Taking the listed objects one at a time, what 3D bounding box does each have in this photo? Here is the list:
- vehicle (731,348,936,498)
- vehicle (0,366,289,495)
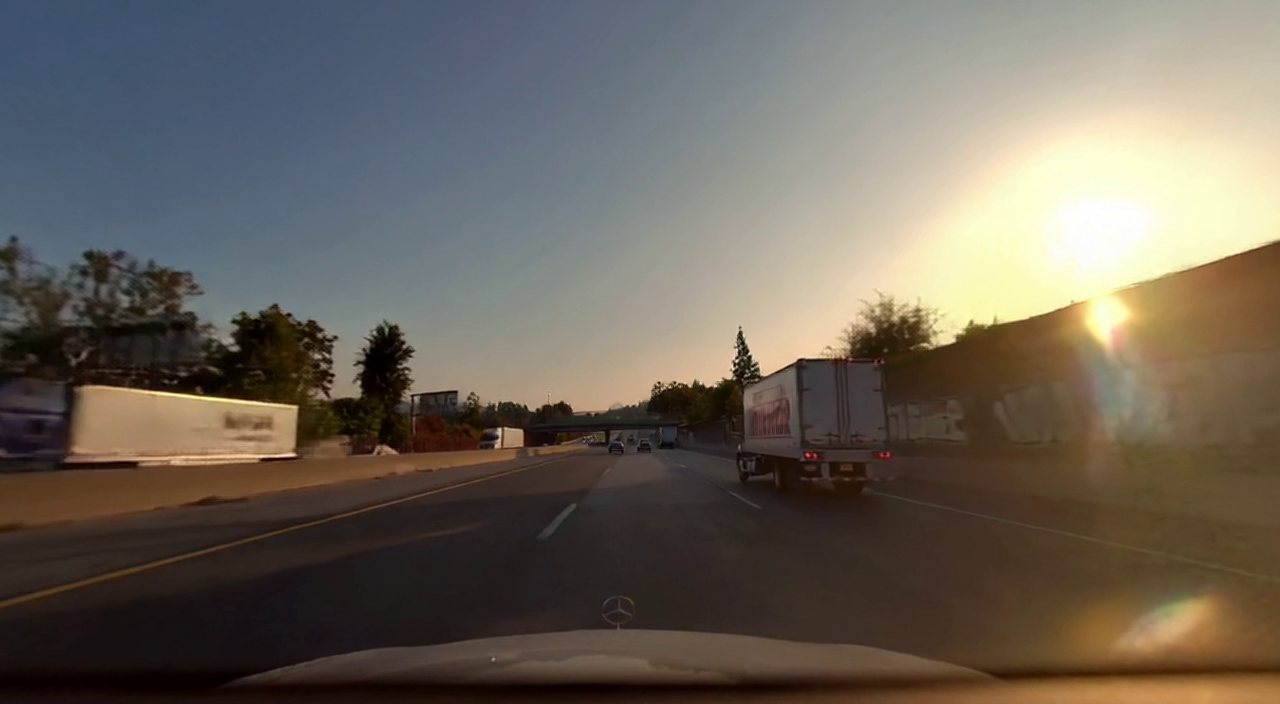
[{"bbox_3d":[5.245,2.363,19.960,2.949,3.470,10.539,0,-8,-1],"label":"vehicle"},{"bbox_3d":[-20.756,3.387,26.153,2.963,3.836,16.669,0,-8,0],"label":"vehicle"}]
